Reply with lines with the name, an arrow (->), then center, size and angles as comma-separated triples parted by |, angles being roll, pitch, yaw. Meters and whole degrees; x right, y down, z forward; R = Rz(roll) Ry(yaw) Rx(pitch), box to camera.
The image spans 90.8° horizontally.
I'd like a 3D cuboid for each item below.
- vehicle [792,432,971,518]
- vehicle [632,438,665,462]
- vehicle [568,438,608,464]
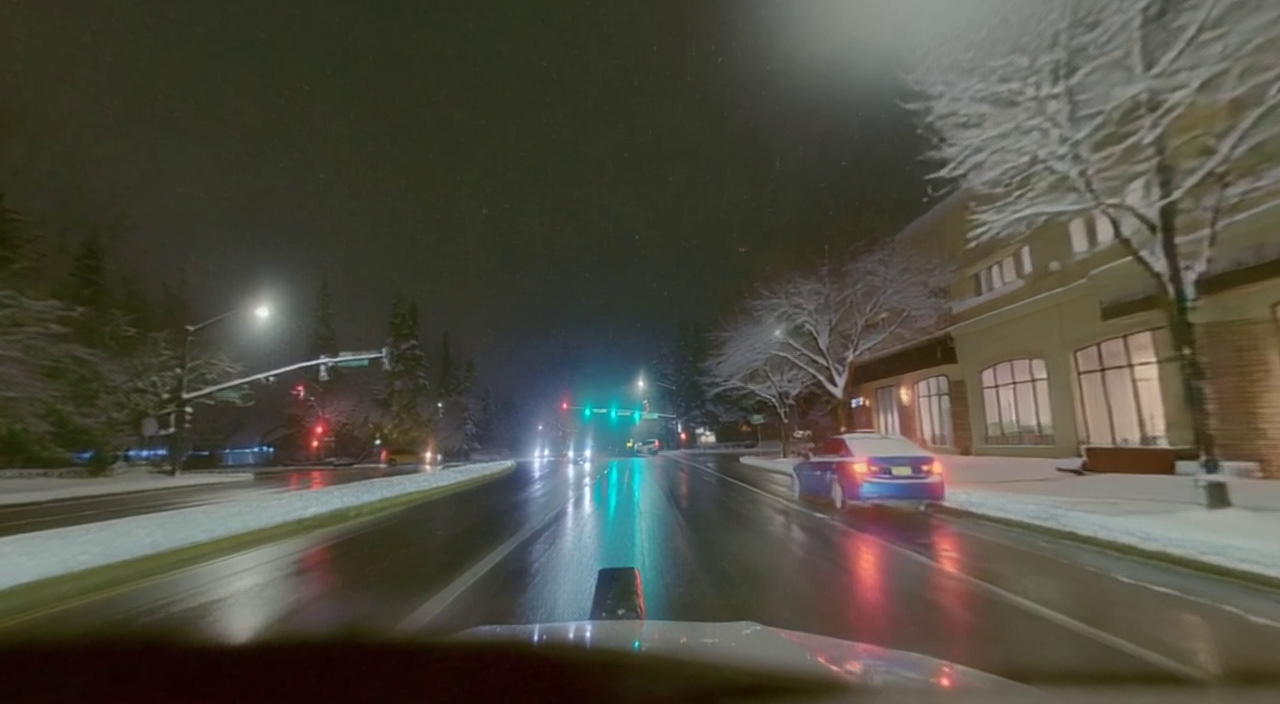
vehicle -> 4.729, 2.454, 13.112 | 1.942, 1.469, 4.049 | 0, -8, -3
vehicle -> 0.580, 6.373, 41.320 | 2.059, 1.456, 4.047 | 0, -8, 1
vehicle -> -3.096, 6.021, 38.532 | 2.032, 1.467, 4.411 | 0, -8, 1
